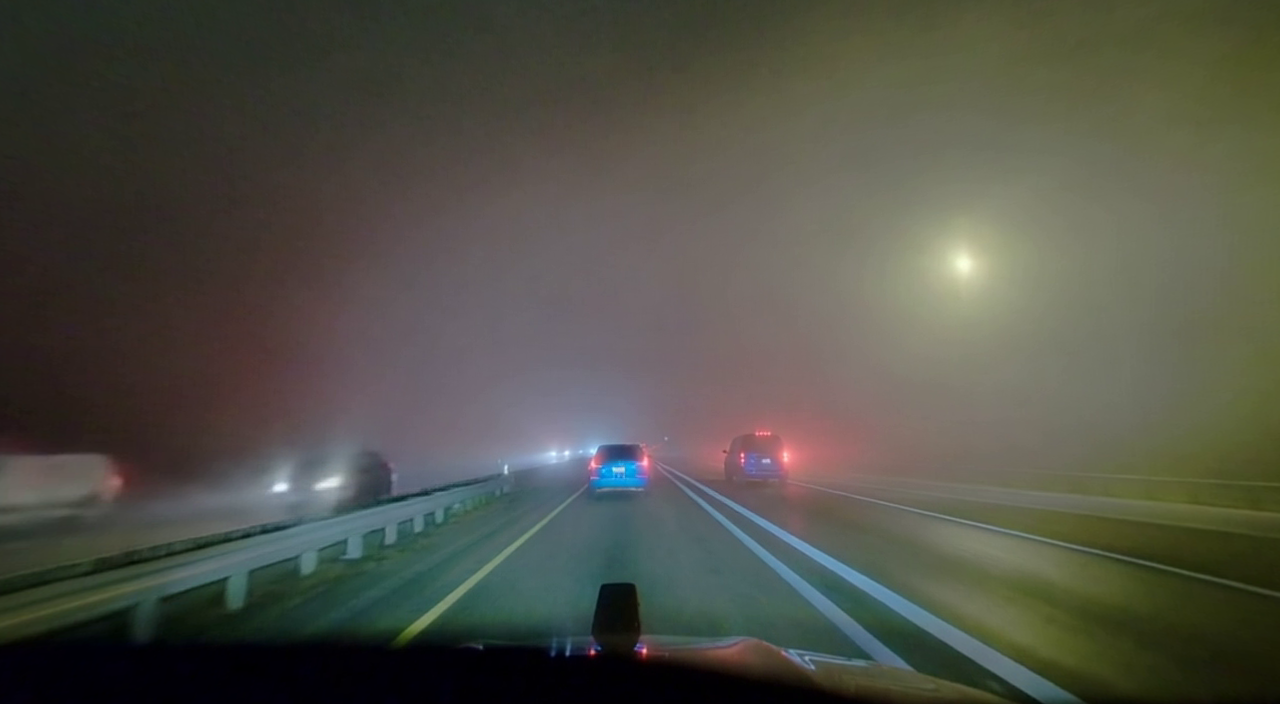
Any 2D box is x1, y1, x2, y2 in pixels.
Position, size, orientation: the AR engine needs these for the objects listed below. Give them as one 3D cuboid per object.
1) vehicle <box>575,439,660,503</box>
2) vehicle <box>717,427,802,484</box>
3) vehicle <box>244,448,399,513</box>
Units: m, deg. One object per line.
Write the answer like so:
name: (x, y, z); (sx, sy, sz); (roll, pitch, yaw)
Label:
vehicle: (-0.539, 3.144, 16.900); (2.029, 1.483, 3.769); (0, -9, 0)
vehicle: (4.477, 3.984, 24.314); (2.261, 1.952, 4.784); (0, -9, -1)
vehicle: (-8.529, 3.445, 17.353); (1.989, 1.524, 4.405); (0, -9, 0)
